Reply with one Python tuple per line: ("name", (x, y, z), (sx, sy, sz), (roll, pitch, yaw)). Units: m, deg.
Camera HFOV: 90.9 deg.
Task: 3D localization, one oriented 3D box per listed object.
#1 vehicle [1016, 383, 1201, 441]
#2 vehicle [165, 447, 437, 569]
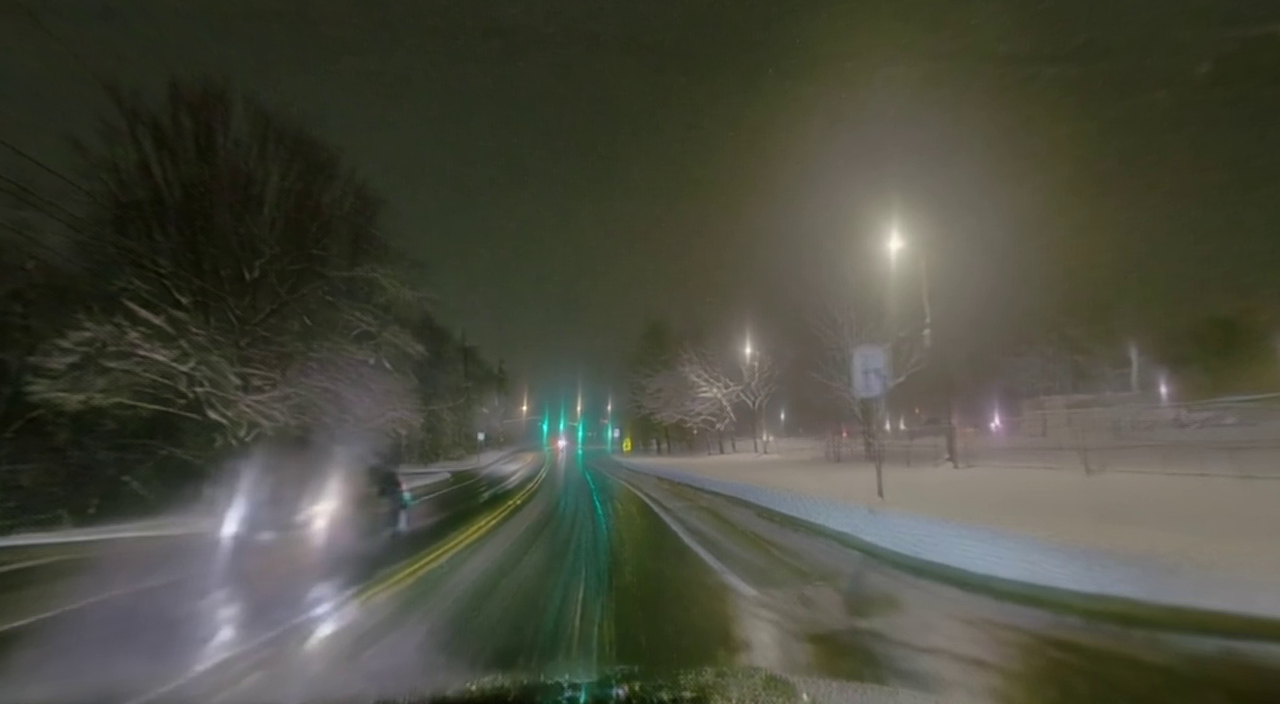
("vehicle", (28.694, 3.739, 38.921), (8.774, 3.004, 2.914), (-3, -7, 2))
("vehicle", (-5.042, 2.332, 10.313), (2.125, 1.440, 4.450), (-1, -8, -2))
